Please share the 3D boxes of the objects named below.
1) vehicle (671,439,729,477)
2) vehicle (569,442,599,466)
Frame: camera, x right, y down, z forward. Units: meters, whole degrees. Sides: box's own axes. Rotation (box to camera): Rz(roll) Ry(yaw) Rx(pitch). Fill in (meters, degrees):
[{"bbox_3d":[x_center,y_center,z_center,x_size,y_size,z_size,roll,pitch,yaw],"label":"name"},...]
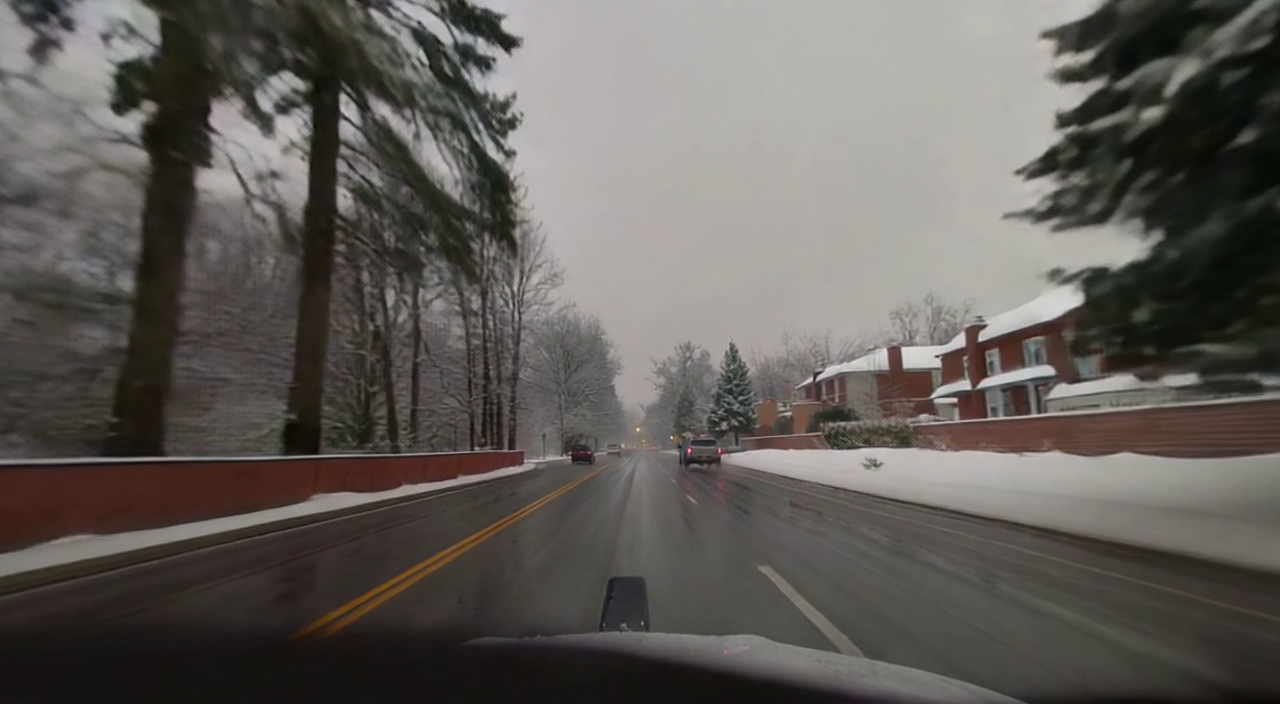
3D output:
[{"bbox_3d":[2.821,5.110,30.744,2.321,1.695,5.037,0,-8,0],"label":"vehicle"},{"bbox_3d":[-4.385,8.038,49.983,2.002,1.747,4.728,0,-8,-1],"label":"vehicle"}]
